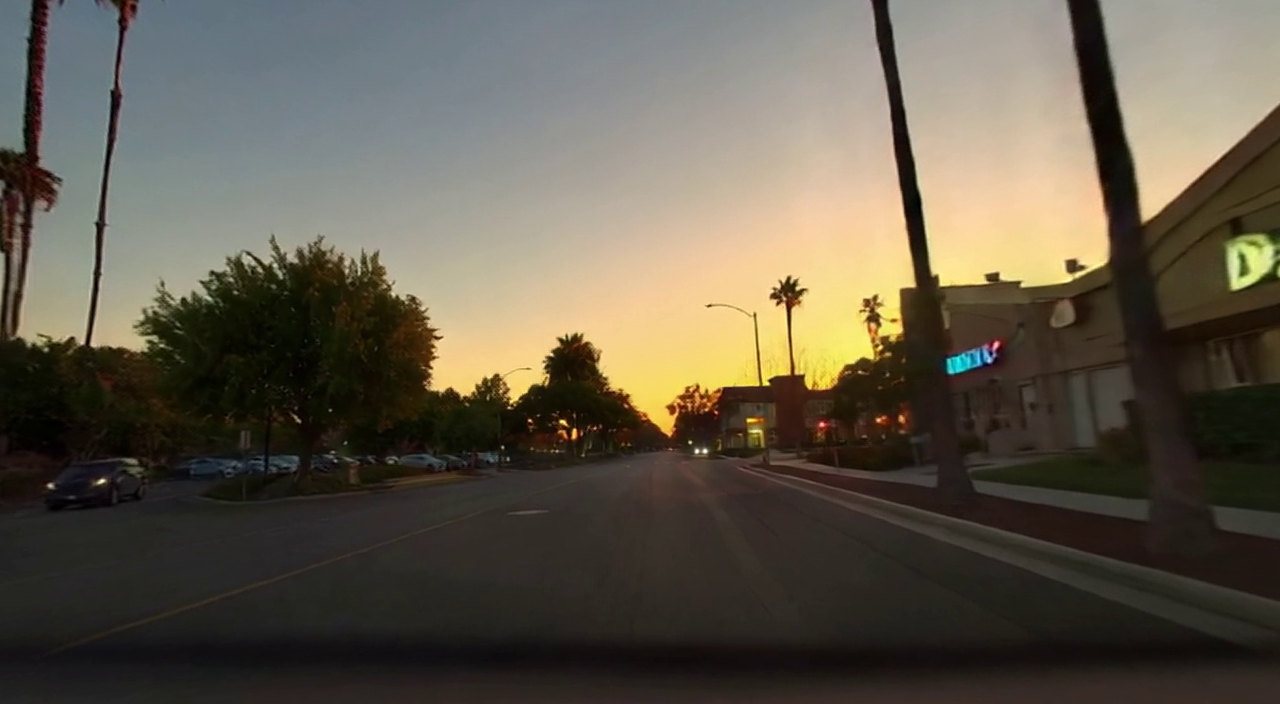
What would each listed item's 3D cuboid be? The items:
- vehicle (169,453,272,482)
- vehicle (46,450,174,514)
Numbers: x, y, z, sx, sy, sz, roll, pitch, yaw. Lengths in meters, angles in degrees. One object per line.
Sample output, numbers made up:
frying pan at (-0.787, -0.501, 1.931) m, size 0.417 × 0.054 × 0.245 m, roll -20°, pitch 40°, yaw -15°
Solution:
vehicle at (-27.311, 7.513, 41.224) m, size 5.193 × 1.830 × 2.049 m, roll 0°, pitch -9°, yaw 0°
vehicle at (-17.749, 4.250, 21.107) m, size 4.651 × 1.863 × 2.174 m, roll -7°, pitch -11°, yaw 37°
